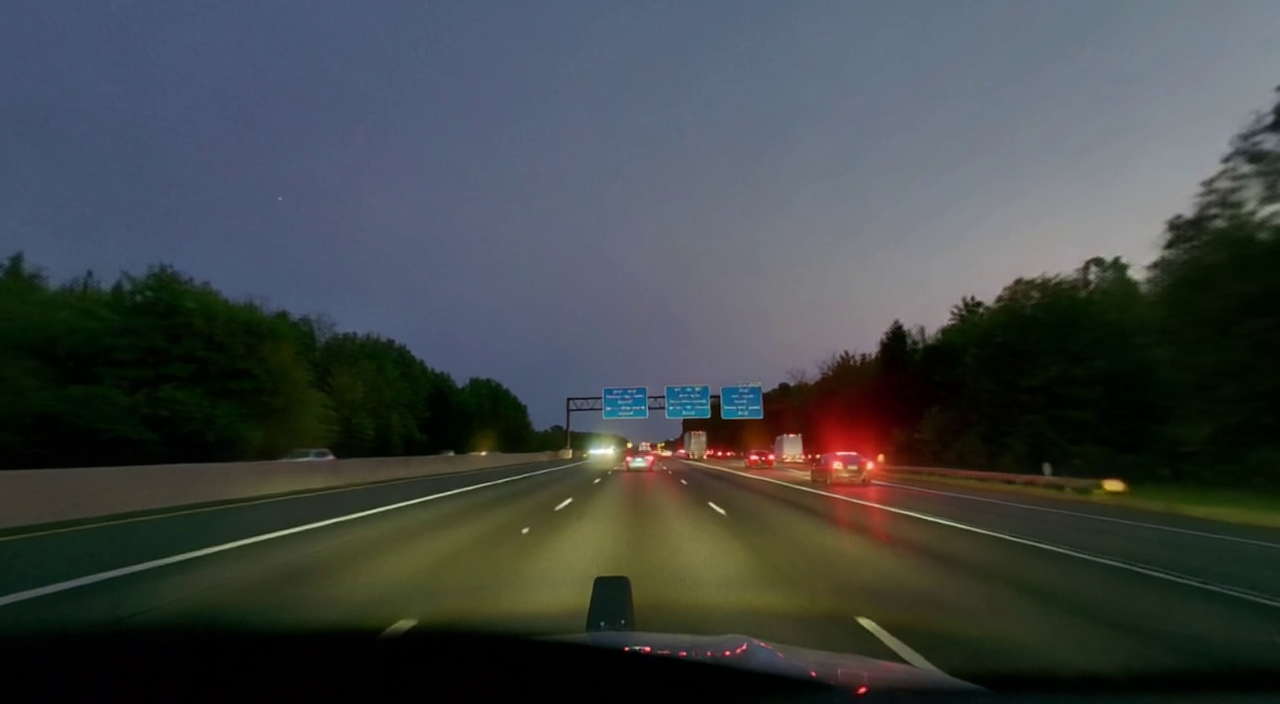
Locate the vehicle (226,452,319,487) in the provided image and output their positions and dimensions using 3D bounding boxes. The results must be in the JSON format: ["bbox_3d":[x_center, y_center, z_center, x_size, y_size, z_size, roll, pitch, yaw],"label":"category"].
[{"bbox_3d":[-18.798,5.998,32.532,2.067,1.640,4.449,0,-9,1],"label":"vehicle"}]

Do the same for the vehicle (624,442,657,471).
[{"bbox_3d":[0.060,7.114,42.834,2.167,1.847,4.097,0,-9,0],"label":"vehicle"}]
